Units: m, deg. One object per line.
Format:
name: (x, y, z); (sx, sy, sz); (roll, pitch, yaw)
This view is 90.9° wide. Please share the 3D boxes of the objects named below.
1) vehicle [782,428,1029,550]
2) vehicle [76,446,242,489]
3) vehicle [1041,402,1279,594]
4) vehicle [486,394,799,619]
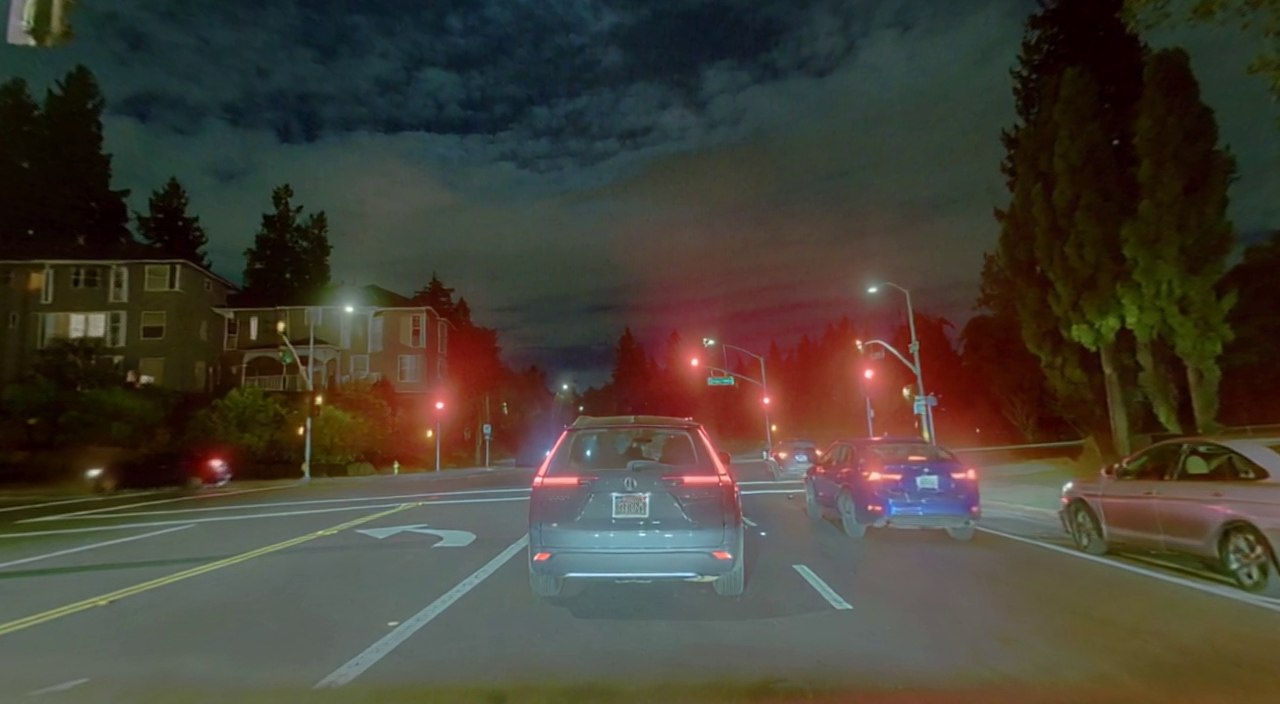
vehicle: (3.898, 2.082, 10.403); (2.077, 1.527, 4.755); (0, -8, 1)
vehicle: (-18.271, 4.375, 24.260); (4.723, 1.486, 1.800); (4, -9, -25)
vehicle: (7.025, 1.534, 7.033); (1.989, 1.791, 4.735); (0, -8, 1)
vehicle: (0.052, 1.472, 6.952); (2.322, 1.667, 4.367); (0, -8, 1)
